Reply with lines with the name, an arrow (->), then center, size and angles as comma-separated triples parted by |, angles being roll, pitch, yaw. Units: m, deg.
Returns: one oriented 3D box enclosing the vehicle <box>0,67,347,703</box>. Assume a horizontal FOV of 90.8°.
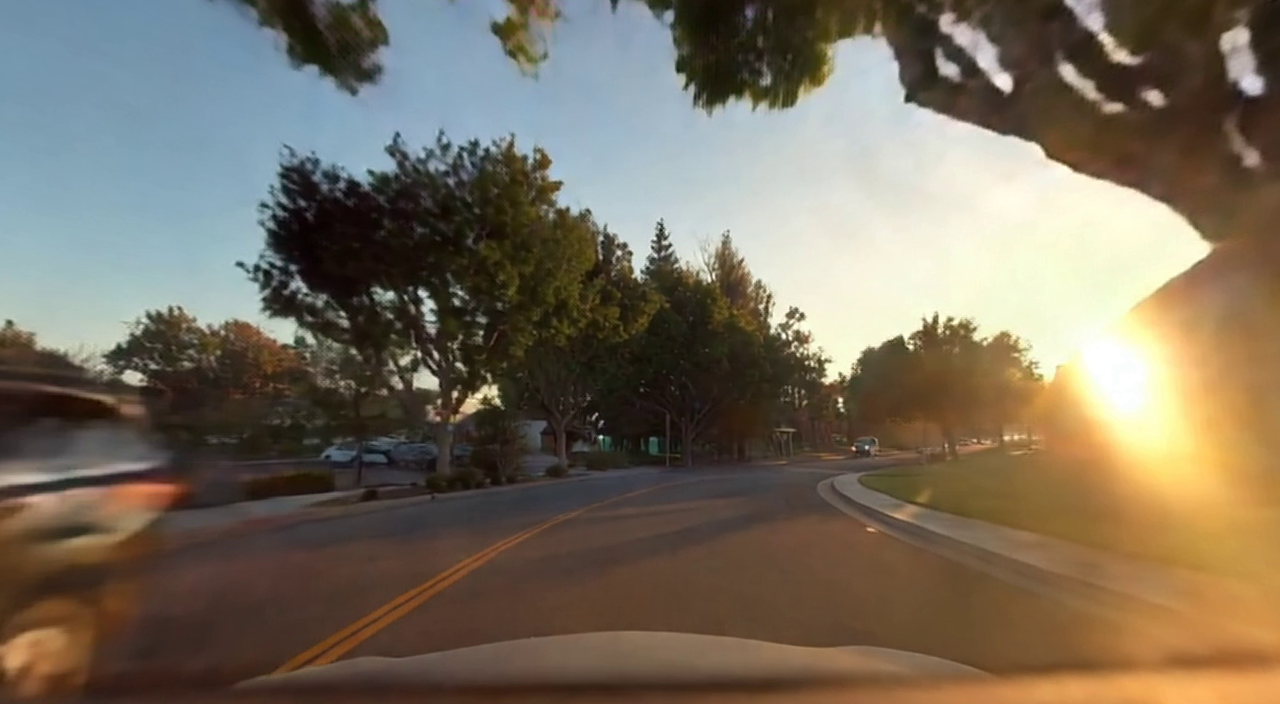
vehicle -> -3.775, 0.218, 1.704 | 2.489, 2.884, 6.940 | -1, -9, 1
